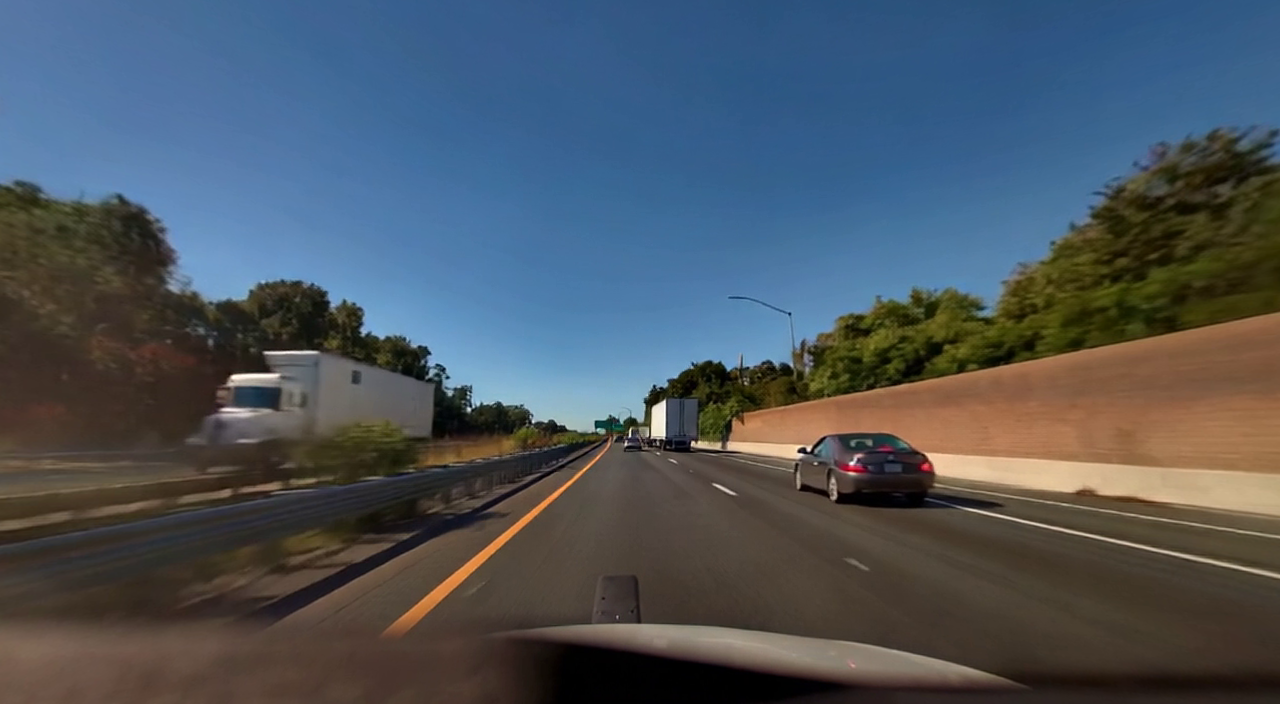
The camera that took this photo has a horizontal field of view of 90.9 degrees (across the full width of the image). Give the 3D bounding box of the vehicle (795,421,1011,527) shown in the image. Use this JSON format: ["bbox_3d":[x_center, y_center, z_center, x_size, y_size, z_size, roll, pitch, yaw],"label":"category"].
[{"bbox_3d":[4.178,1.965,10.885,1.813,1.454,4.197,0,-7,-2],"label":"vehicle"}]

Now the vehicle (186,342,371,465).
[{"bbox_3d":[-12.940,2.054,23.494,2.972,3.920,6.688,0,-7,-2],"label":"vehicle"}]

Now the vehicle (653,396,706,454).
[{"bbox_3d":[2.863,5.864,49.880,2.949,3.900,13.626,0,-7,-2],"label":"vehicle"}]
